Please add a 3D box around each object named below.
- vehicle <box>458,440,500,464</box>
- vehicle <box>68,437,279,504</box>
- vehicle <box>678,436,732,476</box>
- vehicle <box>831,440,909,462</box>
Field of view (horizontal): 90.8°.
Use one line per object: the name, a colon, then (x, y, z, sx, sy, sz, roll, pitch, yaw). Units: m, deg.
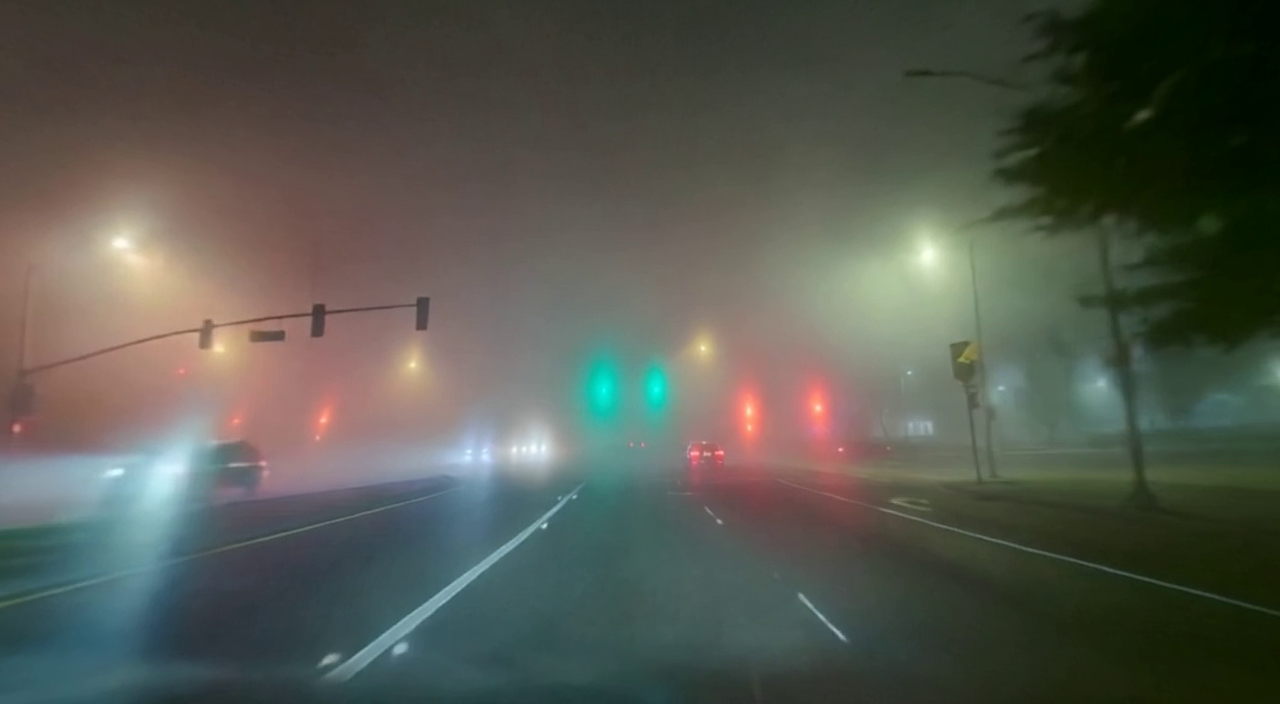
vehicle: (-12.213, 7.635, 48.315, 1.951, 1.759, 4.518, 0, -9, 1)
vehicle: (-11.855, 3.021, 16.574, 2.059, 1.503, 4.483, 0, -8, 1)
vehicle: (3.063, 5.026, 30.836, 2.069, 1.761, 4.610, 0, -9, -1)
vehicle: (16.390, 7.079, 45.238, 4.839, 1.490, 2.134, -1, -9, 4)
